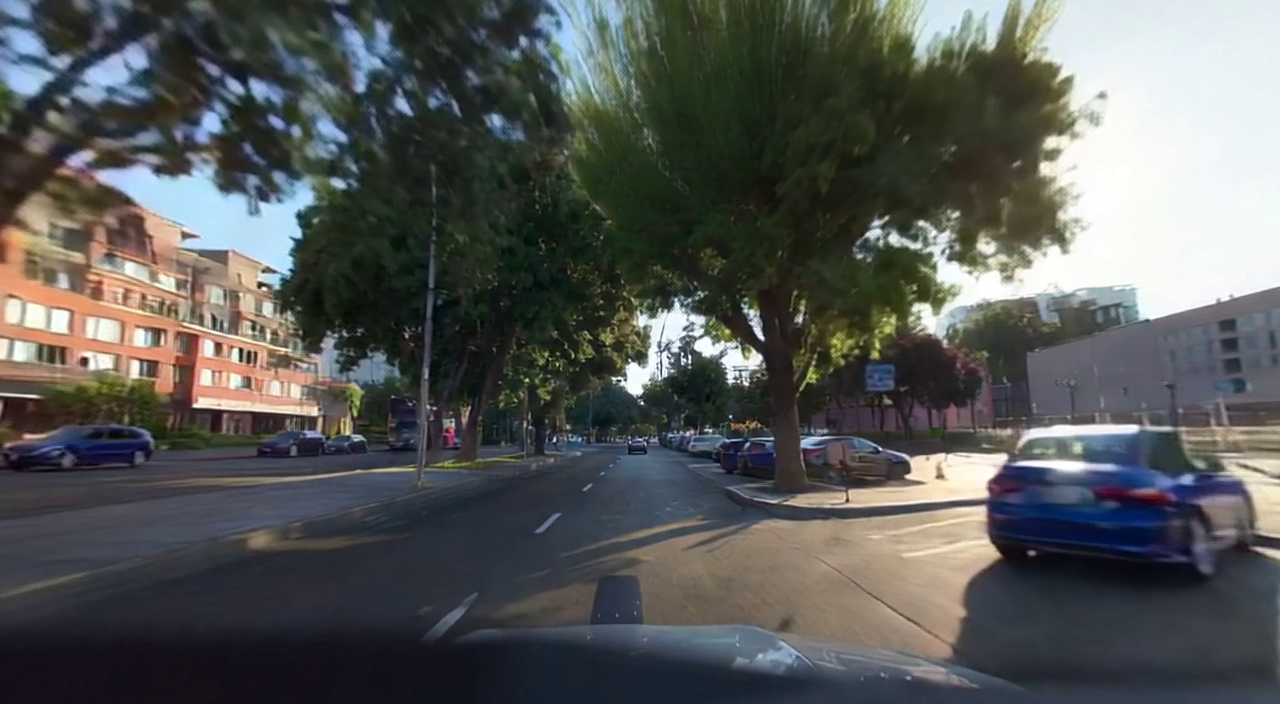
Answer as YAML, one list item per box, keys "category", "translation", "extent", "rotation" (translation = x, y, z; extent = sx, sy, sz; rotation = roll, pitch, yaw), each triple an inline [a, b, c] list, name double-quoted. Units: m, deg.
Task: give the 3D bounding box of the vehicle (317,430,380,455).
- category: "vehicle"
  translation: [-18.737, 5.842, 40.678]
  extent: [1.909, 1.518, 4.459]
  rotation: [-1, -8, 1]

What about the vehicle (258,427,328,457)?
- category: "vehicle"
  translation: [-19.020, 4.947, 34.677]
  extent: [1.792, 1.554, 3.682]
  rotation: [0, -8, -1]

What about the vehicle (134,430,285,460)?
- category: "vehicle"
  translation: [-19.057, 4.177, 28.403]
  extent: [2.389, 1.206, 6.247]
  rotation: [-1, -8, 1]

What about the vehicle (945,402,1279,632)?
- category: "vehicle"
  translation: [5.149, 1.357, 6.208]
  extent: [4.244, 1.487, 1.976]
  rotation: [5, -10, -36]

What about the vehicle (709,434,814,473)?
- category: "vehicle"
  translation: [5.030, 4.103, 25.775]
  extent: [4.275, 1.428, 1.774]
  rotation: [6, -10, -37]

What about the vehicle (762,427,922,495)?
- category: "vehicle"
  translation: [5.092, 2.663, 15.764]
  extent: [3.765, 1.497, 1.831]
  rotation: [5, -10, -35]

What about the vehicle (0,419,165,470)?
- category: "vehicle"
  translation: [-18.609, 3.065, 20.938]
  extent: [1.869, 1.494, 4.833]
  rotation: [0, -8, -1]
